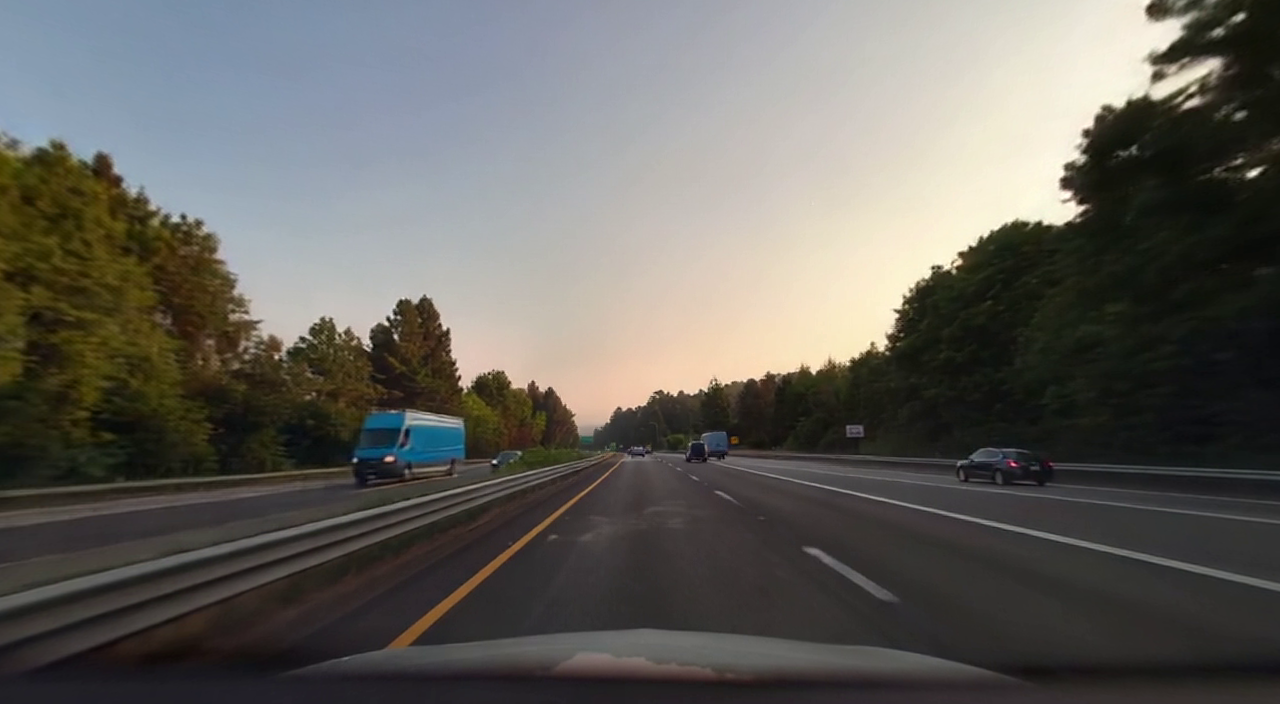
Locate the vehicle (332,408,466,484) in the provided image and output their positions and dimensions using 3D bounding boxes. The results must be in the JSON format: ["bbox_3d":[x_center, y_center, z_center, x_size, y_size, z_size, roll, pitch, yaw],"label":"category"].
[{"bbox_3d":[-13.583,5.615,37.416,2.869,3.713,13.278,0,-9,0],"label":"vehicle"}]

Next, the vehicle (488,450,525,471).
[{"bbox_3d":[-9.660,7.881,45.759,1.840,1.440,3.882,0,-9,-1],"label":"vehicle"}]

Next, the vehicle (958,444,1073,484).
[{"bbox_3d":[14.374,4.295,24.389,1.926,1.386,3.719,1,-9,-5],"label":"vehicle"}]

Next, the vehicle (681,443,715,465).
[{"bbox_3d":[4.380,7.759,47.898,2.058,1.605,4.116,0,-9,-2],"label":"vehicle"}]
